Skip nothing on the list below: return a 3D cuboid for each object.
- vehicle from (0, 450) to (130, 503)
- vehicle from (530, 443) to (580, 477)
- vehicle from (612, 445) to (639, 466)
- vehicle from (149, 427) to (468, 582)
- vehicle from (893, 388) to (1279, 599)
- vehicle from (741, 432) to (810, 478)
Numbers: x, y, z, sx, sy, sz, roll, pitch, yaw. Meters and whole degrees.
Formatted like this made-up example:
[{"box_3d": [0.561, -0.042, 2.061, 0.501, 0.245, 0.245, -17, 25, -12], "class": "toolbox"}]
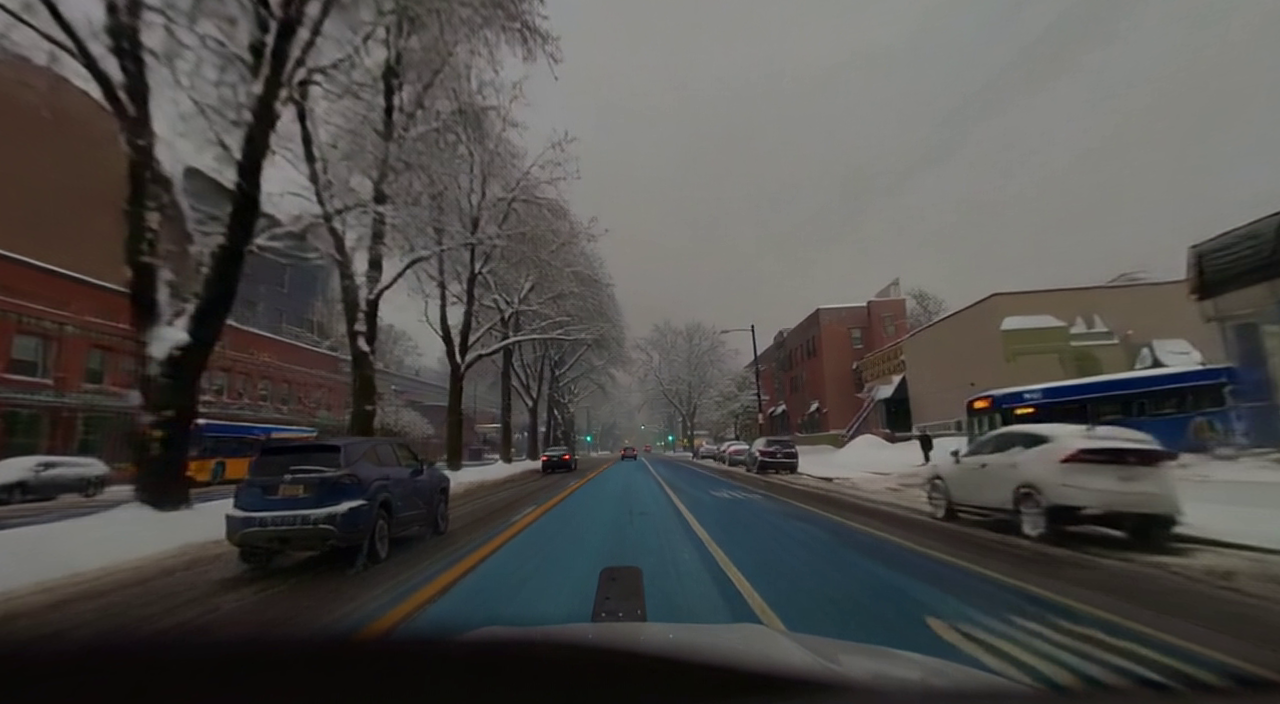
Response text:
[{"box_3d": [-22.587, 4.632, 24.059, 1.998, 1.770, 5.202, 0, -9, -1], "class": "vehicle"}, {"box_3d": [-4.200, 5.396, 31.799, 1.934, 1.522, 4.287, -1, -9, 0], "class": "vehicle"}, {"box_3d": [-1.088, 7.981, 48.986, 1.999, 1.520, 3.896, 0, -9, -1], "class": "vehicle"}, {"box_3d": [-3.960, 1.872, 8.650, 1.995, 1.524, 4.438, 0, -9, -1], "class": "vehicle"}, {"box_3d": [5.935, 1.673, 8.598, 2.390, 1.816, 6.050, 0, -9, -1], "class": "vehicle"}, {"box_3d": [5.899, 4.535, 28.049, 1.945, 1.829, 4.305, 0, -9, -2], "class": "vehicle"}]
